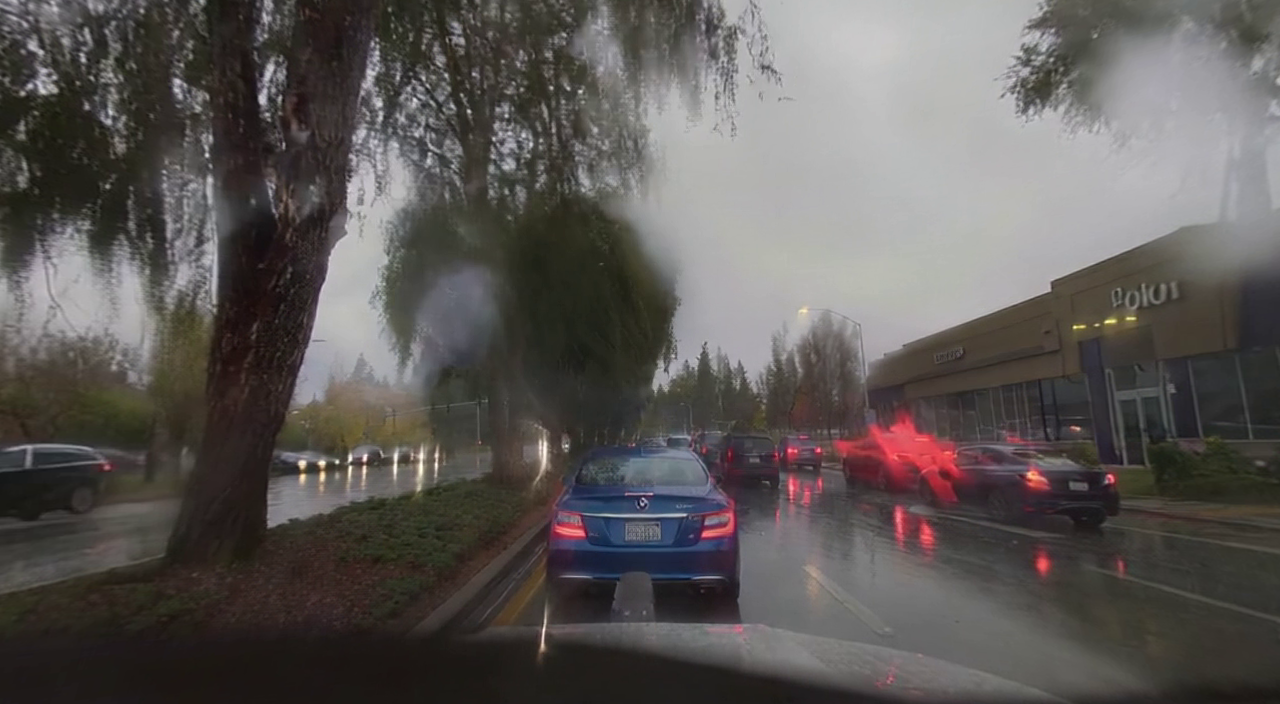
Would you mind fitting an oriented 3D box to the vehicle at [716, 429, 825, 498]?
[{"bbox_3d":[3.621,3.200,18.461,2.114,1.736,4.553,0,-8,-1],"label":"vehicle"}]

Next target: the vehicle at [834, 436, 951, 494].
[{"bbox_3d":[7.939,3.565,20.371,1.963,1.637,4.527,0,-8,1],"label":"vehicle"}]

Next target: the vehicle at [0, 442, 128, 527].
[{"bbox_3d":[-14.462,2.922,14.251,2.163,1.743,4.428,0,-8,-4],"label":"vehicle"}]

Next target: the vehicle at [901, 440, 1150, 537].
[{"bbox_3d":[6.837,2.417,11.916,1.911,1.468,4.417,0,-8,0],"label":"vehicle"}]

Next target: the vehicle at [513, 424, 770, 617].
[{"bbox_3d":[-0.019,1.624,7.115,1.977,1.465,4.376,0,-8,-1],"label":"vehicle"}]
